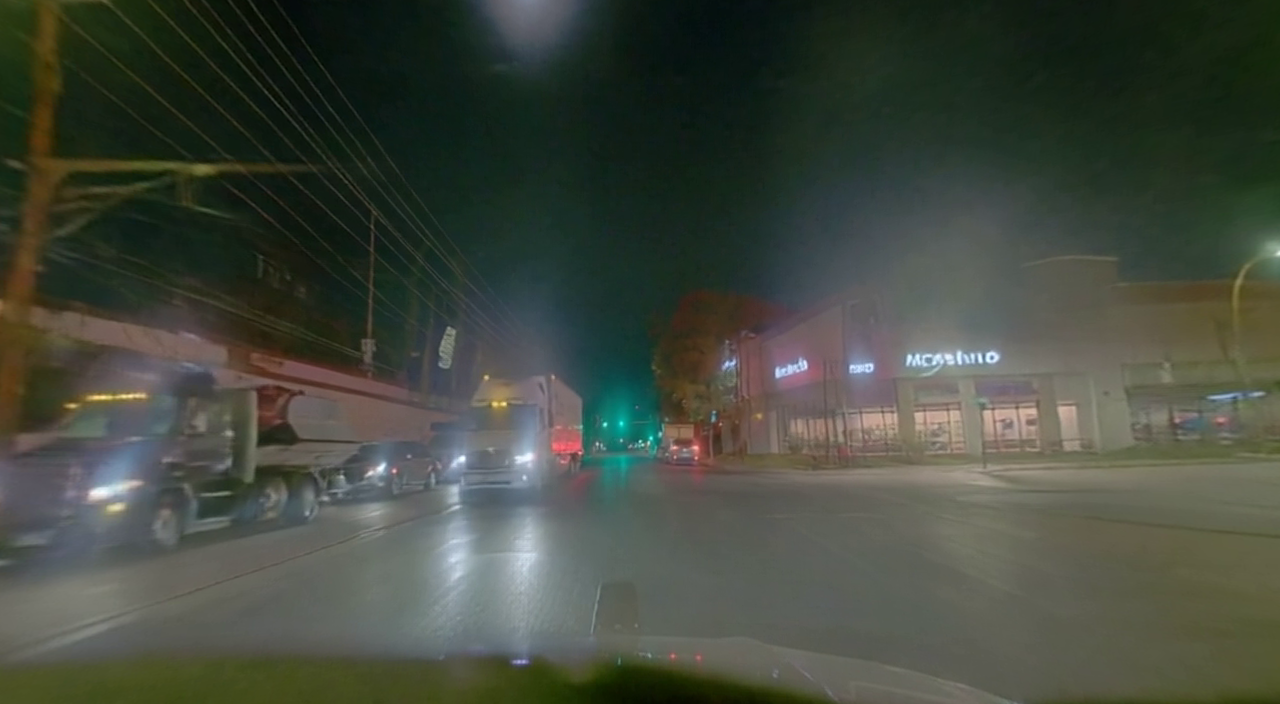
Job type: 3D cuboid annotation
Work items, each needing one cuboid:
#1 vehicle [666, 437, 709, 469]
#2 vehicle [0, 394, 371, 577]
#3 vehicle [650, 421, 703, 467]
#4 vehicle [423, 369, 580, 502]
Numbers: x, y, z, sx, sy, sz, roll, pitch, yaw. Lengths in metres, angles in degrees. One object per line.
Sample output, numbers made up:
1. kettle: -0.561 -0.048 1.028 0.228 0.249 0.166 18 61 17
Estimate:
1. vehicle: 2.836 6.172 38.813 2.097 1.784 4.915 0 -8 -2
2. vehicle: -8.091 2.240 11.866 2.737 2.345 7.210 0 -8 1
3. vehicle: 2.682 7.075 49.518 3.011 3.127 8.608 -3 -6 -4
4. vehicle: -4.042 2.934 21.982 2.994 3.308 12.131 0 -8 -1
